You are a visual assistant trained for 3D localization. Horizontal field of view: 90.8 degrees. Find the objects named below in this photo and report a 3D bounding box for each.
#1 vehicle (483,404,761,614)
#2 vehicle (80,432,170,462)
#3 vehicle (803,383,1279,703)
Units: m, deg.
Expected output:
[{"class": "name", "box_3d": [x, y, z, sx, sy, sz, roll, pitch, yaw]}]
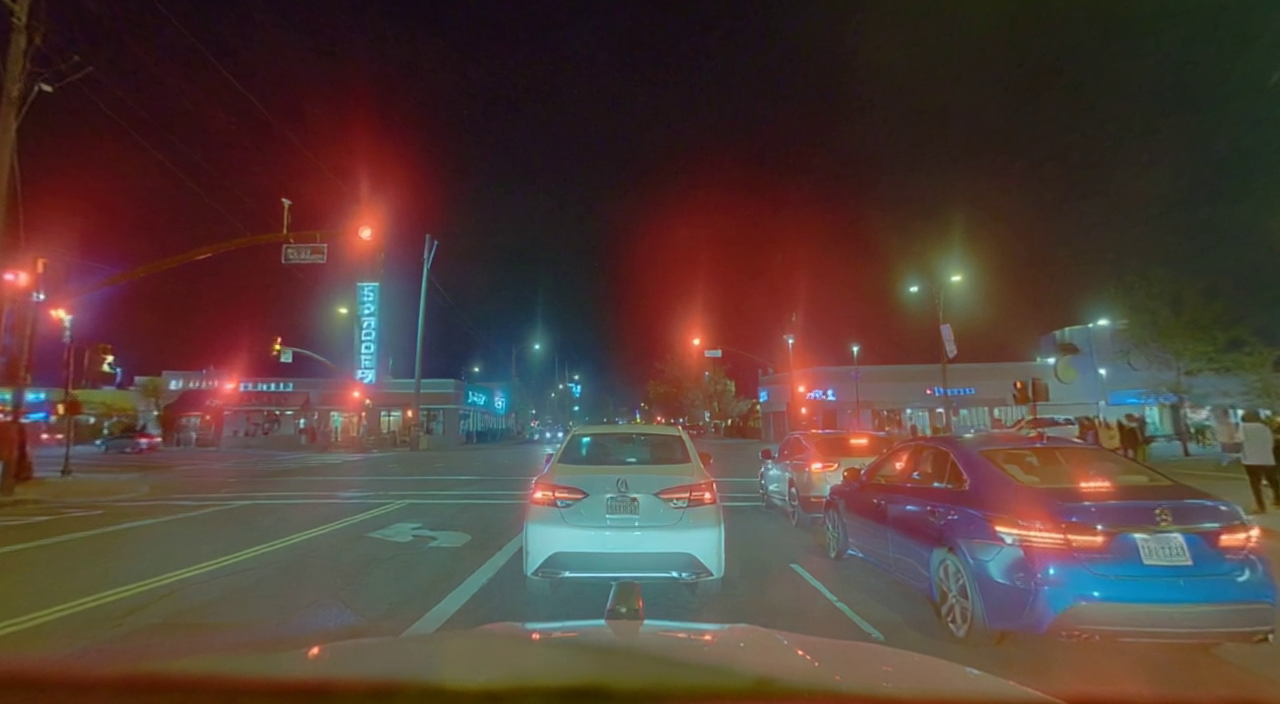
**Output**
[{"class": "vehicle", "box_3d": [-0.135, 1.554, 7.271, 2.123, 1.589, 4.702, 0, -8, 0]}, {"class": "vehicle", "box_3d": [-28.977, 5.367, 35.564, 4.253, 1.570, 2.132, -4, -9, 24]}, {"class": "vehicle", "box_3d": [3.035, 1.306, 5.440, 1.983, 1.654, 4.354, 0, -8, -1]}]
